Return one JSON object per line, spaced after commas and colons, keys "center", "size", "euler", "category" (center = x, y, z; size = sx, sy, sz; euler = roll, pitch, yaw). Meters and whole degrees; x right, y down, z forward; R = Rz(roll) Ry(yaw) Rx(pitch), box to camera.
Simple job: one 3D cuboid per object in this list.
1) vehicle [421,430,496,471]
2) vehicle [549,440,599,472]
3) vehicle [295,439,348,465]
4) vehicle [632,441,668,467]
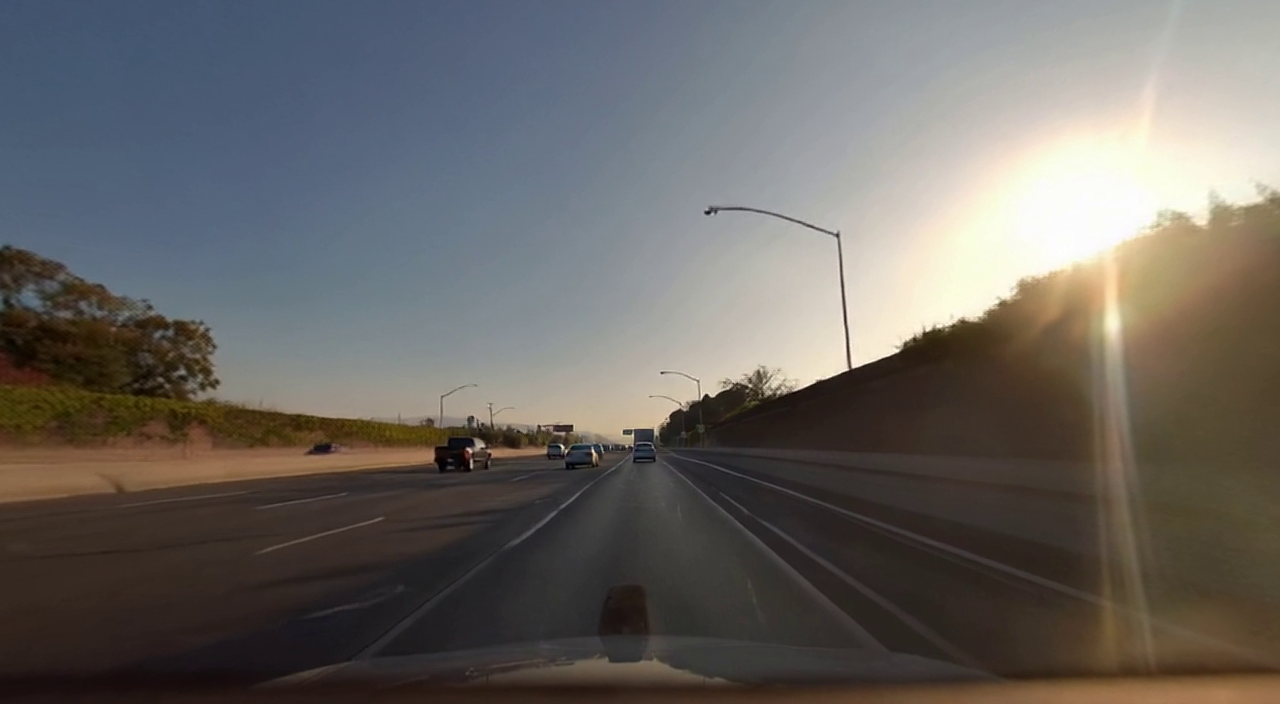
{"center": [-9.902, 5.418, 34.934], "size": [2.339, 2.018, 5.790], "euler": [0, -8, 1], "category": "vehicle"}
{"center": [-3.246, 5.218, 31.779], "size": [2.056, 1.480, 4.022], "euler": [0, -8, 1], "category": "vehicle"}
{"center": [-19.086, 5.975, 37.911], "size": [1.435, 1.355, 3.223], "euler": [3, -8, 0], "category": "vehicle"}
{"center": [0.592, 6.212, 38.722], "size": [2.073, 1.480, 4.343], "euler": [0, -8, 0], "category": "vehicle"}
